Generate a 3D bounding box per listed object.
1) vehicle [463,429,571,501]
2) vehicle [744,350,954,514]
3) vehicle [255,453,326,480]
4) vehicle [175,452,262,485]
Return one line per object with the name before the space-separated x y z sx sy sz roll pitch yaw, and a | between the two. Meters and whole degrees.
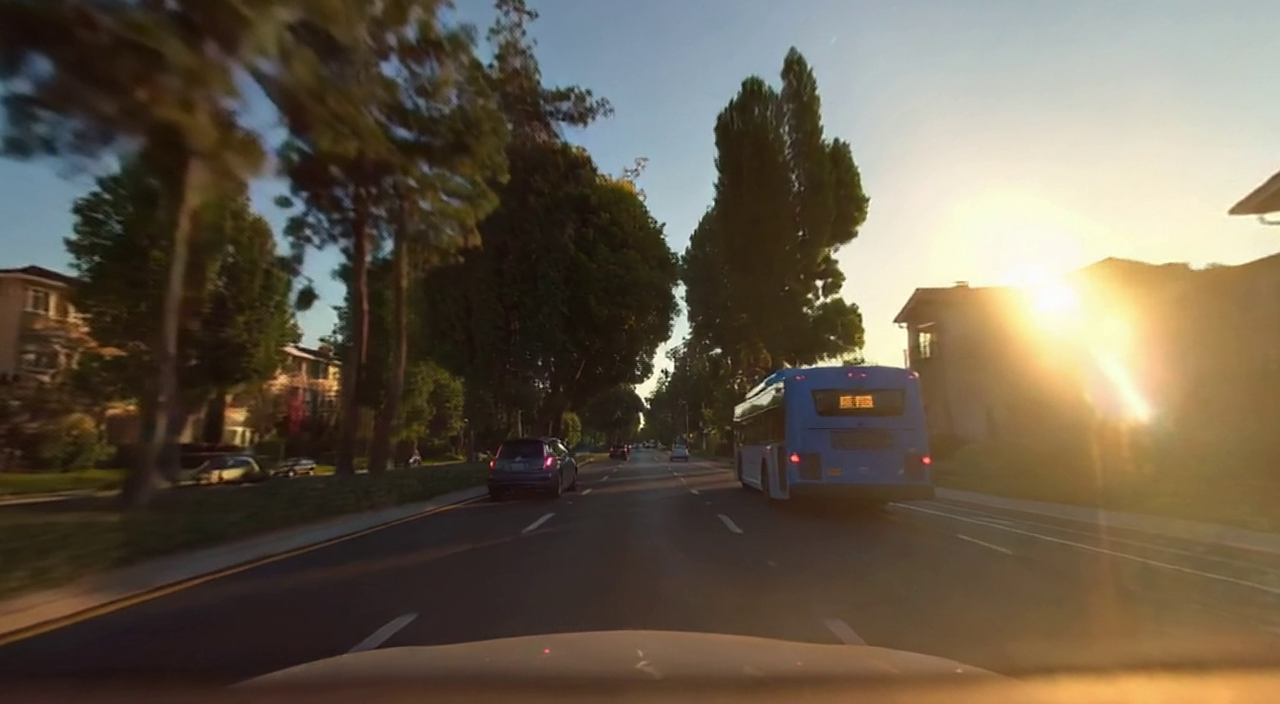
vehicle | -3.352 3.183 18.105 2.111 1.767 4.333 0 -8 2
vehicle | 5.262 2.526 19.110 3.072 3.278 12.747 0 -8 5
vehicle | -22.050 7.229 39.865 1.797 1.481 4.750 1 -8 0
vehicle | -22.119 6.098 33.133 1.781 1.553 3.896 0 -8 2
